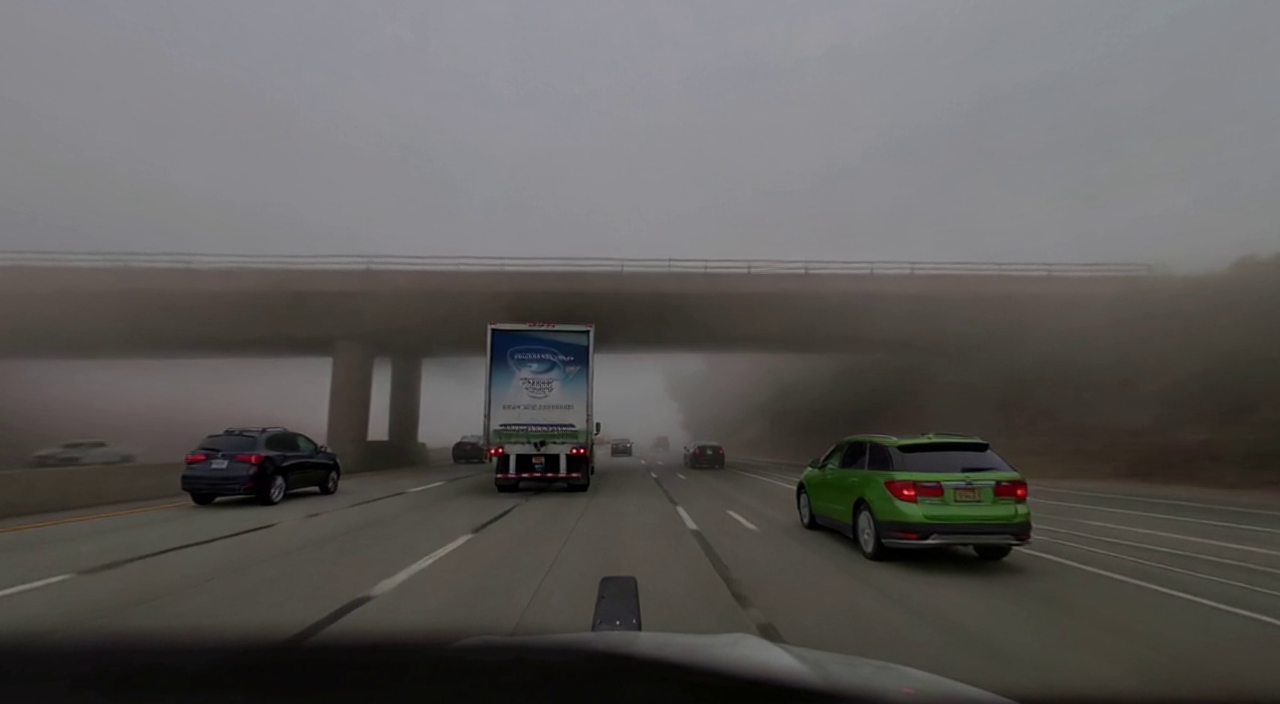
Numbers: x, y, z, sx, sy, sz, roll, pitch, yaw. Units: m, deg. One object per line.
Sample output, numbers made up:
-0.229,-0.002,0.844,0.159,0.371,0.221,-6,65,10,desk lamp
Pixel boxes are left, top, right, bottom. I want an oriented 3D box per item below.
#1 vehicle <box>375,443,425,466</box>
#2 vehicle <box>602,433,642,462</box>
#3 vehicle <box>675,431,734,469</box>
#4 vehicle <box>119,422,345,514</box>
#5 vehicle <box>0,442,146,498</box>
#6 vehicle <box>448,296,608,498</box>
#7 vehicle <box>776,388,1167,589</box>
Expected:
-17.070,7.304,44.985,1.874,1.491,4.393,0,-8,0,vehicle
-1.002,5.435,36.040,2.168,1.547,4.618,0,-8,-1,vehicle
2.776,4.339,28.194,2.003,1.519,4.580,0,-8,-2,vehicle
-8.544,2.429,13.796,2.048,1.652,4.421,0,-8,-1,vehicle
-19.882,3.968,21.671,2.008,1.646,4.615,0,-8,-1,vehicle
-2.487,1.481,16.783,2.911,3.787,9.905,1,-8,-5,vehicle
3.248,1.422,7.479,2.118,1.647,4.400,0,-8,-2,vehicle
